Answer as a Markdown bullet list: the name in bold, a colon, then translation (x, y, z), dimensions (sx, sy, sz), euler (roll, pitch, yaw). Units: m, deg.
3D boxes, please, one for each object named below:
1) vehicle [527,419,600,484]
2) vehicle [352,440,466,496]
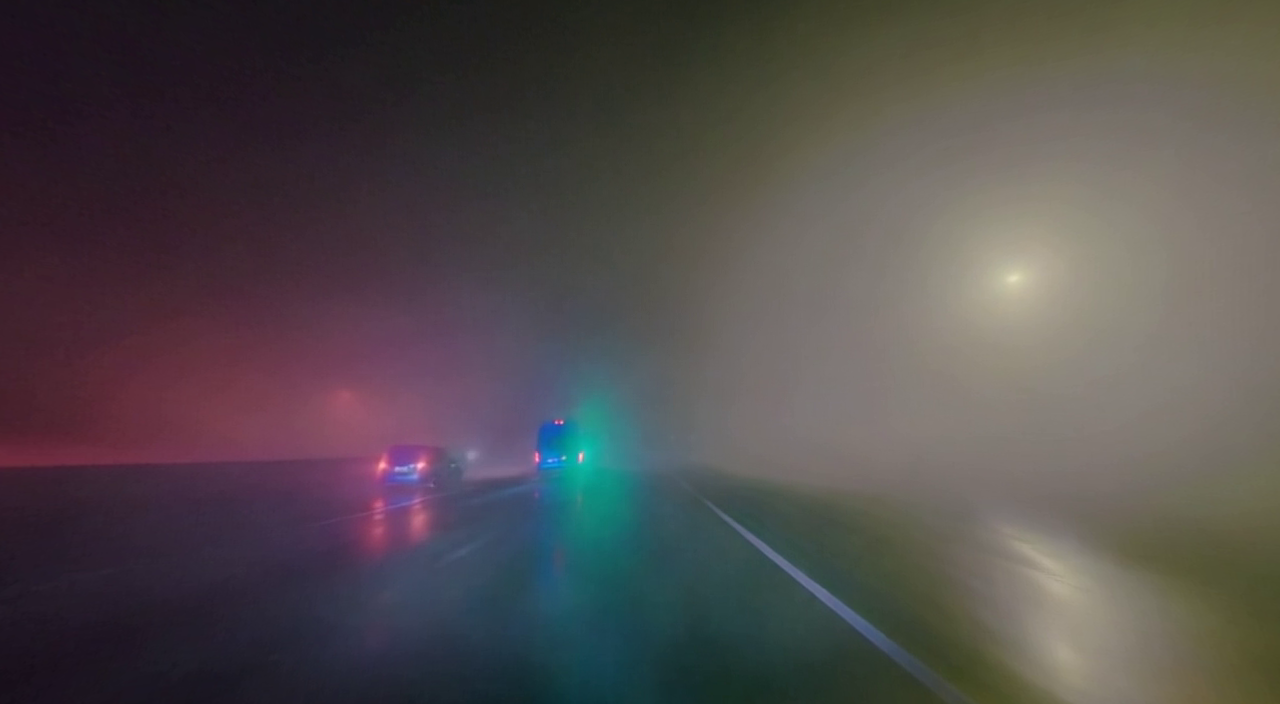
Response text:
- **vehicle**: translation (-3.211, 4.397, 28.016), dimensions (2.437, 2.565, 5.829), euler (0, -9, 1)
- **vehicle**: translation (-7.564, 3.829, 21.206), dimensions (2.164, 1.664, 4.252), euler (0, -9, 1)
